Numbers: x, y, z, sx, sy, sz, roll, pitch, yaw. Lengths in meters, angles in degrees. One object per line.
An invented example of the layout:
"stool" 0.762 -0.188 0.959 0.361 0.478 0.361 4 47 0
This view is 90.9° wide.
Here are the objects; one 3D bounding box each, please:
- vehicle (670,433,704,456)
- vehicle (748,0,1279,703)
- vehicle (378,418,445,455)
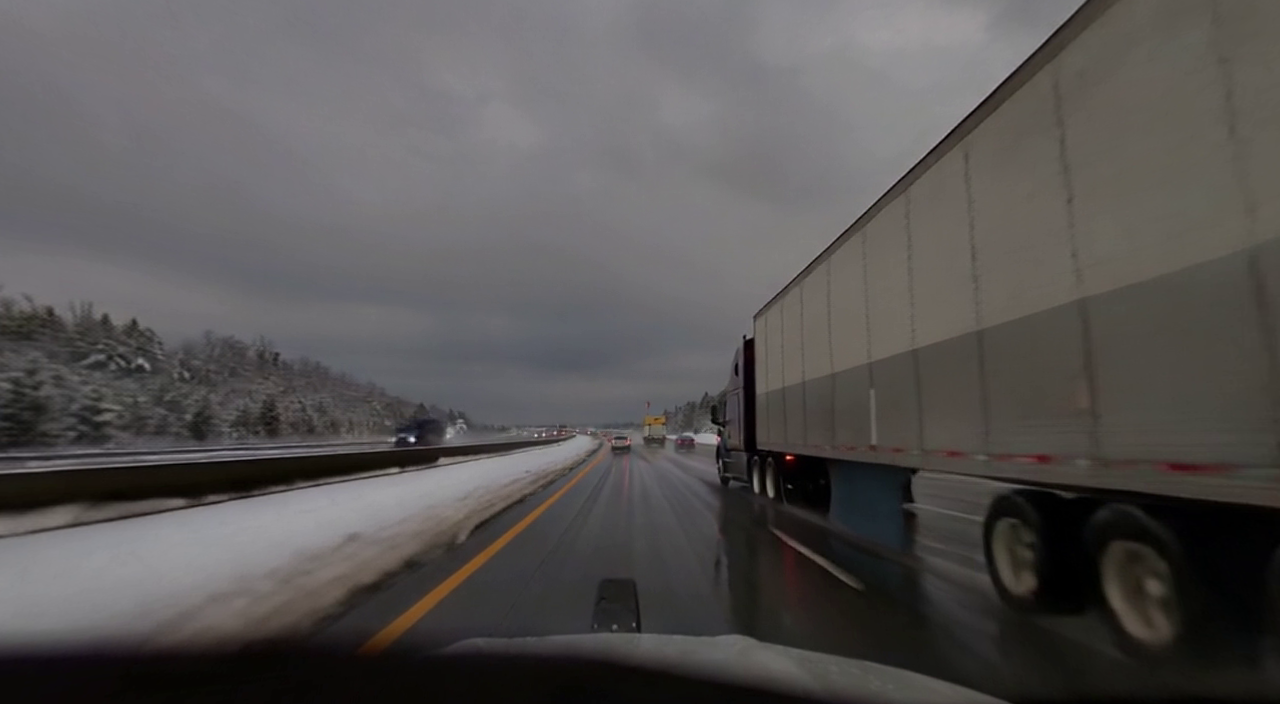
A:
"vehicle" 3.147 6.271 42.811 1.813 1.454 4.197 0 -7 -2
"vehicle" 4.158 0.241 7.546 2.965 4.033 14.299 0 -7 -1
"vehicle" -13.186 4.911 36.740 2.066 1.982 5.059 0 -7 -1
